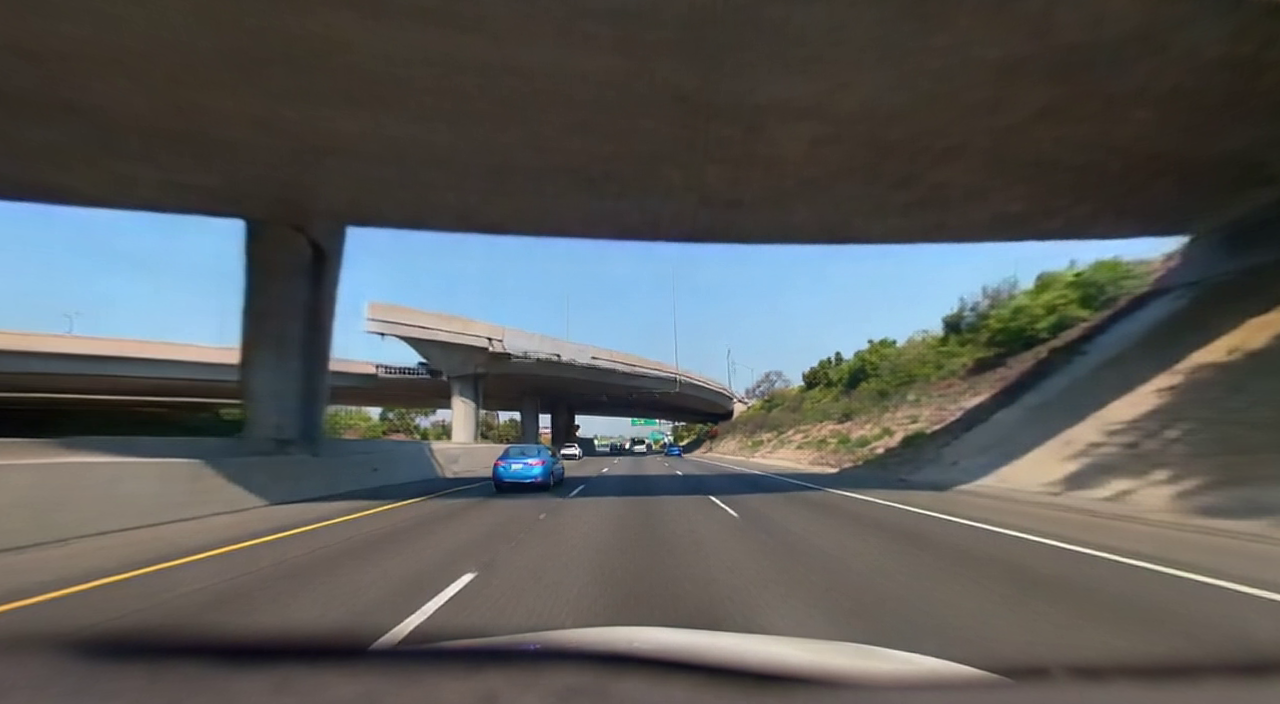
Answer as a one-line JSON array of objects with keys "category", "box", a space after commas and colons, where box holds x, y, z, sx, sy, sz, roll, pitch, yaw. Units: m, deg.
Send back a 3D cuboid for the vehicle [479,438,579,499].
[{"category": "vehicle", "box": [-3.079, 3.331, 18.538, 2.029, 1.557, 4.570, 0, -8, 1]}]
